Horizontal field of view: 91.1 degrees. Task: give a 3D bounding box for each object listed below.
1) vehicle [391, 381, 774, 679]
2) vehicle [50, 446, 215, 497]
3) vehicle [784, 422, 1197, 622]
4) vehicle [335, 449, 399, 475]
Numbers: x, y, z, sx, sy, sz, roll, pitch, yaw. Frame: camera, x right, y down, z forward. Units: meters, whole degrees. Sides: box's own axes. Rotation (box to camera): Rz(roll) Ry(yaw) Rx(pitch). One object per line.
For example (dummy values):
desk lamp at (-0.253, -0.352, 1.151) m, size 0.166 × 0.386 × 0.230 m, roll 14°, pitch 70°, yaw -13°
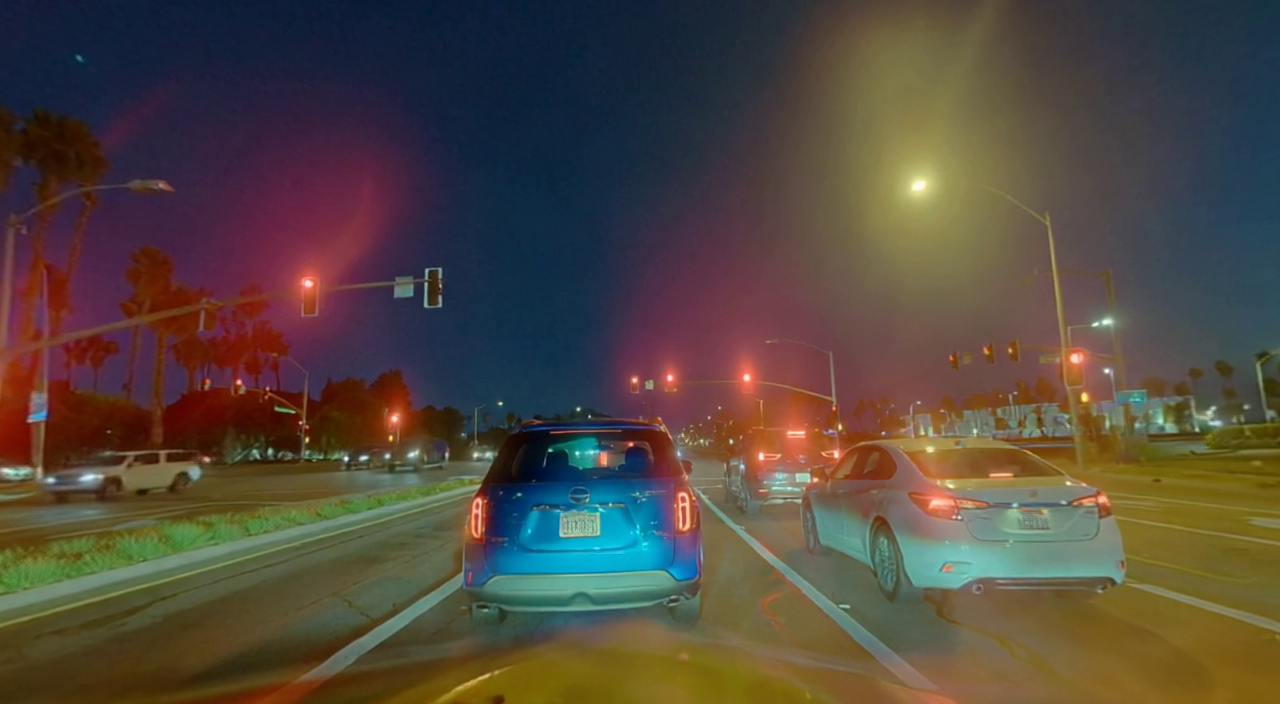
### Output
vehicle at (-0.327, 1.314, 5.684) m, size 2.172 × 1.694 × 4.055 m, roll 0°, pitch -8°, yaw 0°
vehicle at (-19.764, 4.623, 24.882) m, size 2.119 × 1.786 × 5.252 m, roll 0°, pitch -9°, yaw 0°
vehicle at (3.128, 1.602, 6.974) m, size 1.971 × 1.473 × 4.495 m, roll 0°, pitch -8°, yaw 0°
vehicle at (-16.798, 6.767, 38.913) m, size 1.951 × 1.500 × 4.372 m, roll 0°, pitch -9°, yaw 1°
